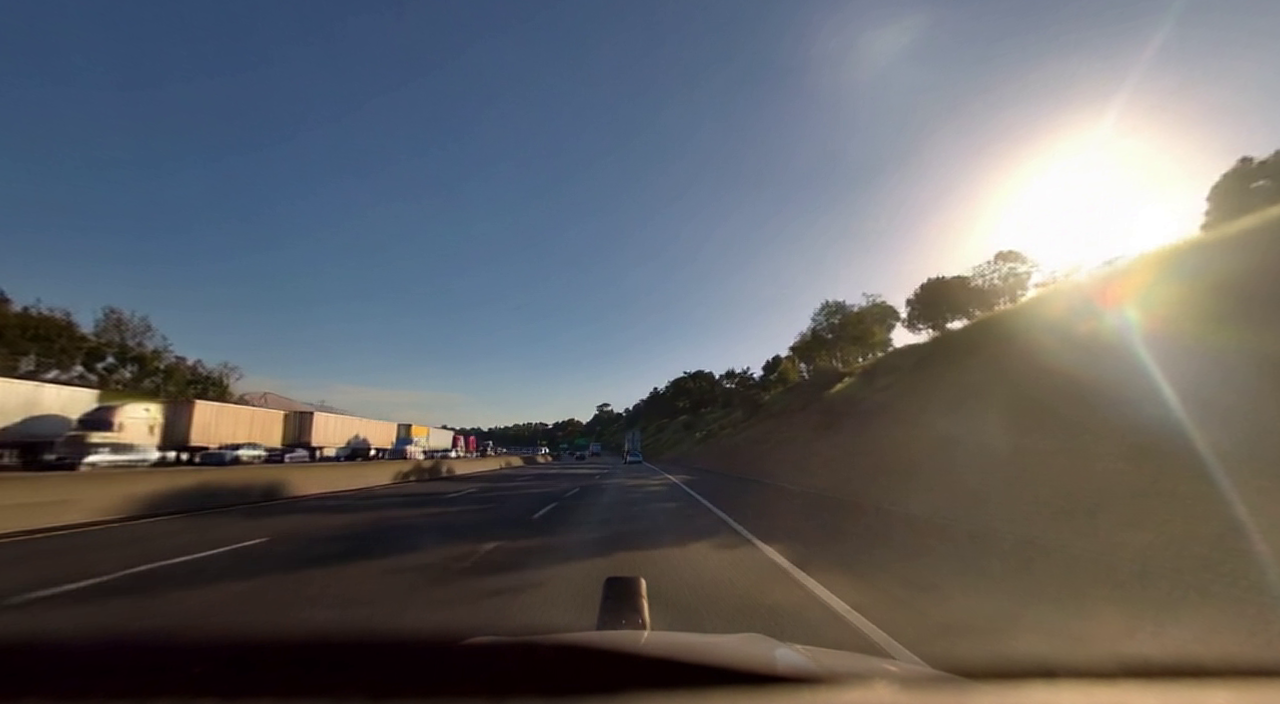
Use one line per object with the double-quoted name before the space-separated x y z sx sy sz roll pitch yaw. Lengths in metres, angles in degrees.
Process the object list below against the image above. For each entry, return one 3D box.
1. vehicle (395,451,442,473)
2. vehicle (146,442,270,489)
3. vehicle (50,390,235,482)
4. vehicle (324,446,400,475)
"vehicle" -15.382 7.629 43.983 1.827 1.416 3.911 0 -9 0
"vehicle" -15.296 4.034 22.581 1.699 1.513 3.748 0 -9 1
"vehicle" -23.690 4.153 30.703 2.971 3.926 7.189 0 -9 -1
"vehicle" -15.408 6.038 35.235 2.155 1.506 4.541 0 -9 0
